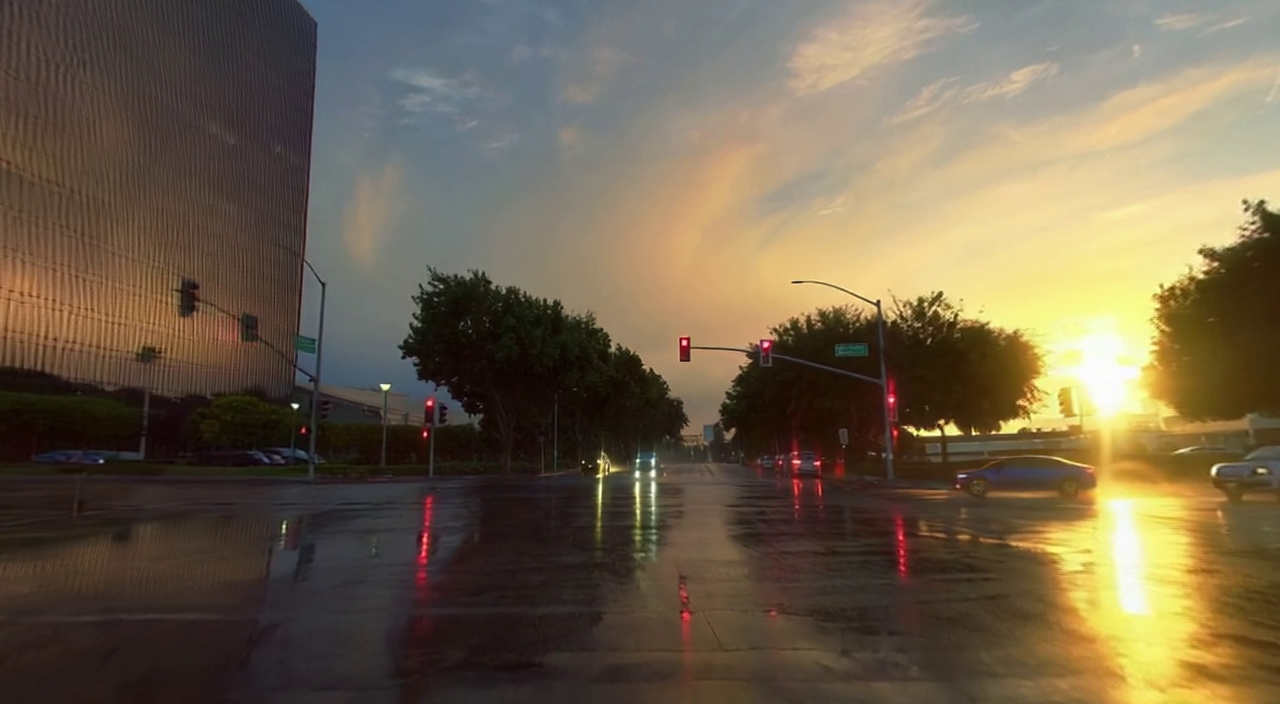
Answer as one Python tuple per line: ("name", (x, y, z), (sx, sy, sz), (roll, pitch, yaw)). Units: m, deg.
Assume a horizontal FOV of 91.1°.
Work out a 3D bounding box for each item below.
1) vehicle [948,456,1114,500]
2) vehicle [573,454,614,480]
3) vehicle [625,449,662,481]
("vehicle", (14.643, 4.736, 23.852), (4.896, 1.503, 1.971), (-3, -9, 15))
("vehicle", (-2.886, 7.236, 39.763), (2.068, 1.486, 4.664), (0, -9, 2))
("vehicle", (0.250, 6.606, 37.016), (2.018, 1.699, 4.751), (0, -9, 1))
